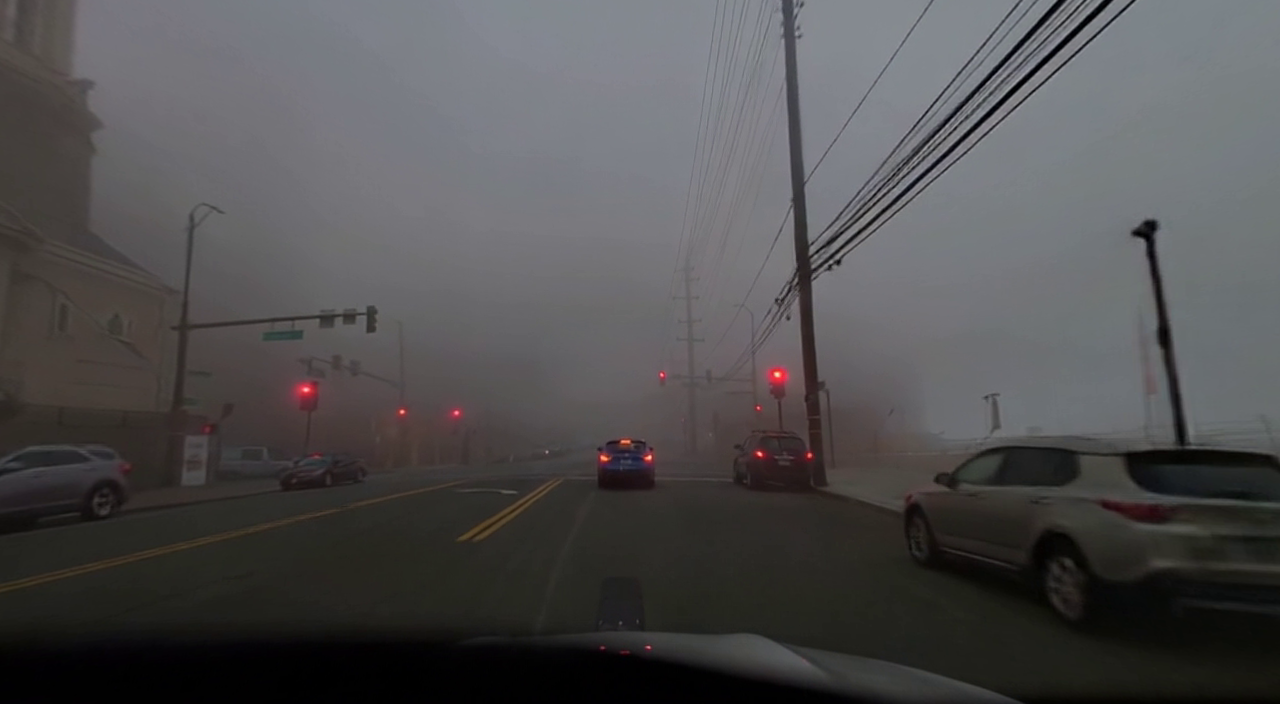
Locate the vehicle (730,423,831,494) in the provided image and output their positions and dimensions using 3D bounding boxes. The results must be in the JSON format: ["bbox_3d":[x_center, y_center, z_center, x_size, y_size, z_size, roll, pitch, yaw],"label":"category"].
[{"bbox_3d":[3.909,3.052,18.365,2.015,1.780,4.261,0,-9,1],"label":"vehicle"}]

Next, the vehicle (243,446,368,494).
[{"bbox_3d":[-11.999,4.233,23.111,1.980,1.502,4.655,-2,-9,1],"label":"vehicle"}]

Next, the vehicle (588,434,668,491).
[{"bbox_3d":[-0.321,3.168,18.452,2.049,1.453,4.299,0,-9,-1],"label":"vehicle"}]

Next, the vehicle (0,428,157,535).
[{"bbox_3d":[-12.101,2.459,11.829,2.071,1.814,5.185,-5,-9,0],"label":"vehicle"}]

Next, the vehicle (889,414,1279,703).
[{"bbox_3d":[3.915,1.317,5.302,2.003,1.524,3.868,0,-5,-1],"label":"vehicle"}]
